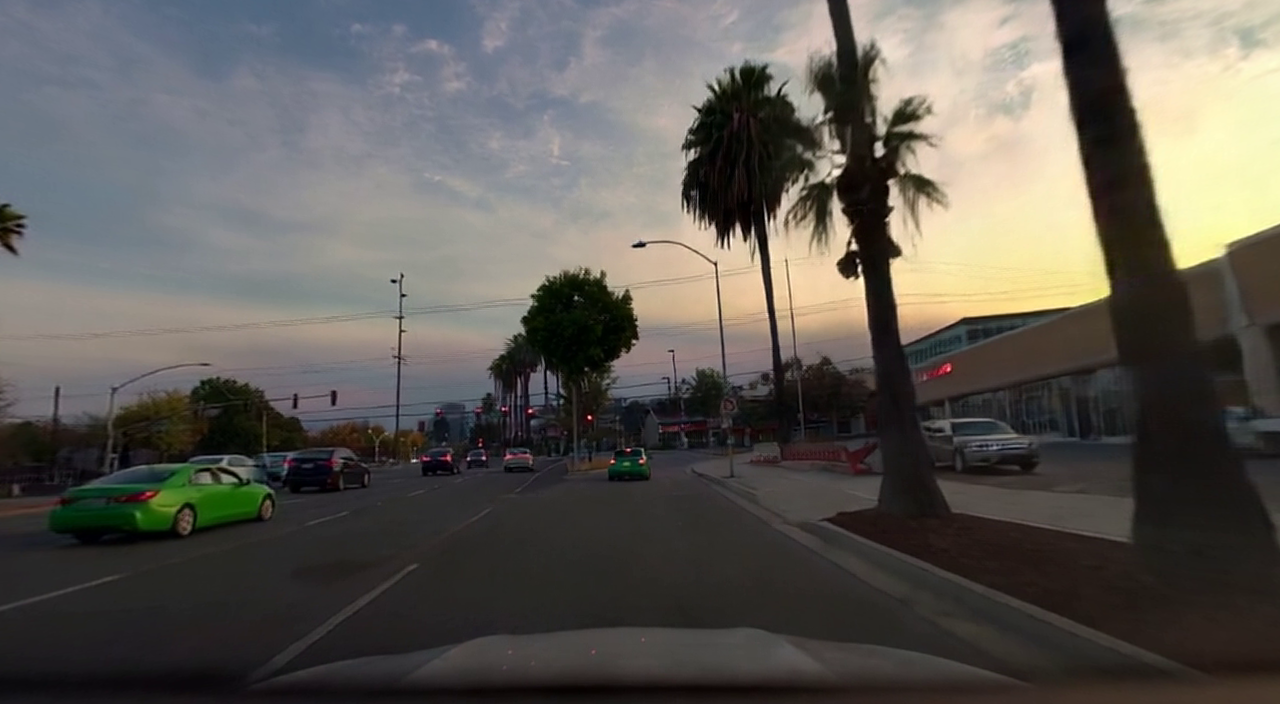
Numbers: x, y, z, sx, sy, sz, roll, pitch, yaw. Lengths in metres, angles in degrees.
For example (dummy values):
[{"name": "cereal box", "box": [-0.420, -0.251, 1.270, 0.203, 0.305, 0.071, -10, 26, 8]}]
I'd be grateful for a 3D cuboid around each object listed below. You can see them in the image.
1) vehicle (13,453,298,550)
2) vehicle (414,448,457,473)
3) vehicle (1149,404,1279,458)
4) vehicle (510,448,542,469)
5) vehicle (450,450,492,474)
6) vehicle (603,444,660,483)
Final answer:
[{"name": "vehicle", "box": [-8.763, 2.686, 12.110, 1.958, 1.455, 4.504, 0, -9, -2]}, {"name": "vehicle", "box": [-15.034, 7.991, 46.722, 2.020, 1.709, 4.343, 1, -9, -5]}, {"name": "vehicle", "box": [18.177, 2.396, 18.736, 1.882, 1.463, 4.550, 1, -9, -10]}, {"name": "vehicle", "box": [-8.755, 8.188, 48.861, 1.912, 1.487, 4.471, 0, -9, -4]}, {"name": "vehicle", "box": [-11.301, 7.354, 42.493, 1.905, 1.482, 4.463, 1, -9, -5]}, {"name": "vehicle", "box": [-0.262, 4.663, 26.719, 2.070, 1.493, 4.570, -1, -9, 3]}]
